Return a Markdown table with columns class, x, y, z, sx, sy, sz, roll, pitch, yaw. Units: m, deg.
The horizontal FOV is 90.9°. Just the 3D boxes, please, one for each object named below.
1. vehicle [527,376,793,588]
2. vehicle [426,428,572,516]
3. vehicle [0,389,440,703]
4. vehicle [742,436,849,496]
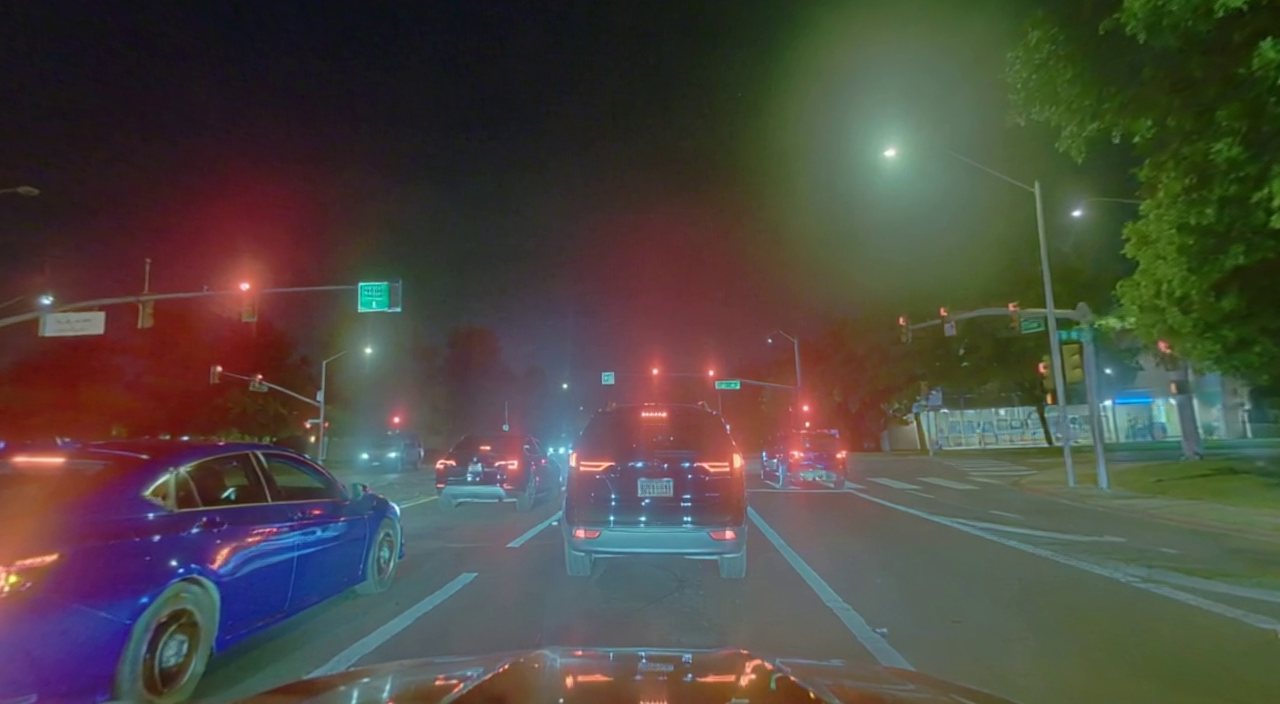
| class | x | y | z | sx | sy | sz | roll | pitch | yaw |
| --- | --- | --- | --- | --- | --- | --- | --- | --- | --- |
| vehicle | 0.225 | 1.436 | 7.724 | 2.300 | 1.832 | 4.331 | 0 | -8 | 1 |
| vehicle | -2.684 | 2.384 | 13.052 | 1.851 | 1.502 | 4.042 | 0 | -8 | 4 |
| vehicle | -3.213 | 1.203 | 4.441 | 1.958 | 1.494 | 4.624 | 0 | -8 | 2 |
| vehicle | 4.100 | 3.062 | 17.350 | 1.979 | 1.453 | 4.011 | 0 | -8 | 1 |
